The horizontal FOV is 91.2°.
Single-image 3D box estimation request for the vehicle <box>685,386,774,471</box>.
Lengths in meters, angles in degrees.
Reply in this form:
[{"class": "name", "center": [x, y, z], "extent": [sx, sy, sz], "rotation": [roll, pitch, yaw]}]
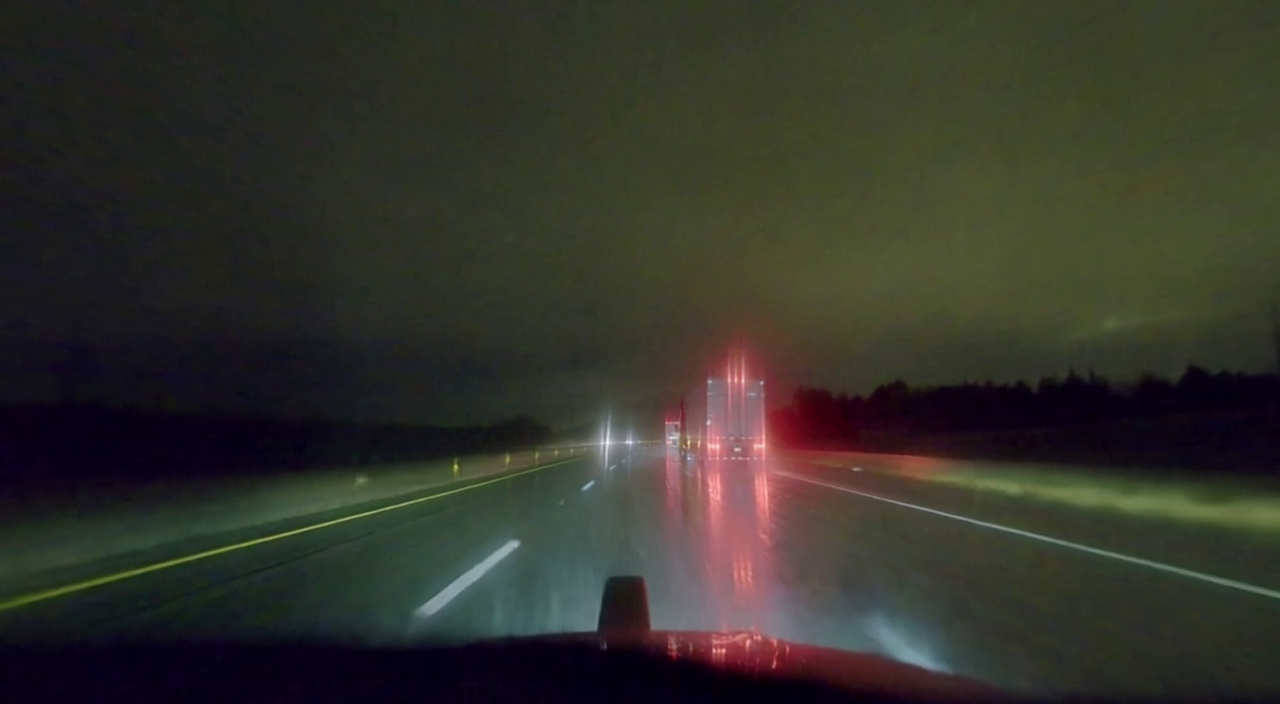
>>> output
[{"class": "vehicle", "center": [4.699, 4.672, 36.734], "extent": [3.485, 3.975, 14.489], "rotation": [0, -8, 1]}]
